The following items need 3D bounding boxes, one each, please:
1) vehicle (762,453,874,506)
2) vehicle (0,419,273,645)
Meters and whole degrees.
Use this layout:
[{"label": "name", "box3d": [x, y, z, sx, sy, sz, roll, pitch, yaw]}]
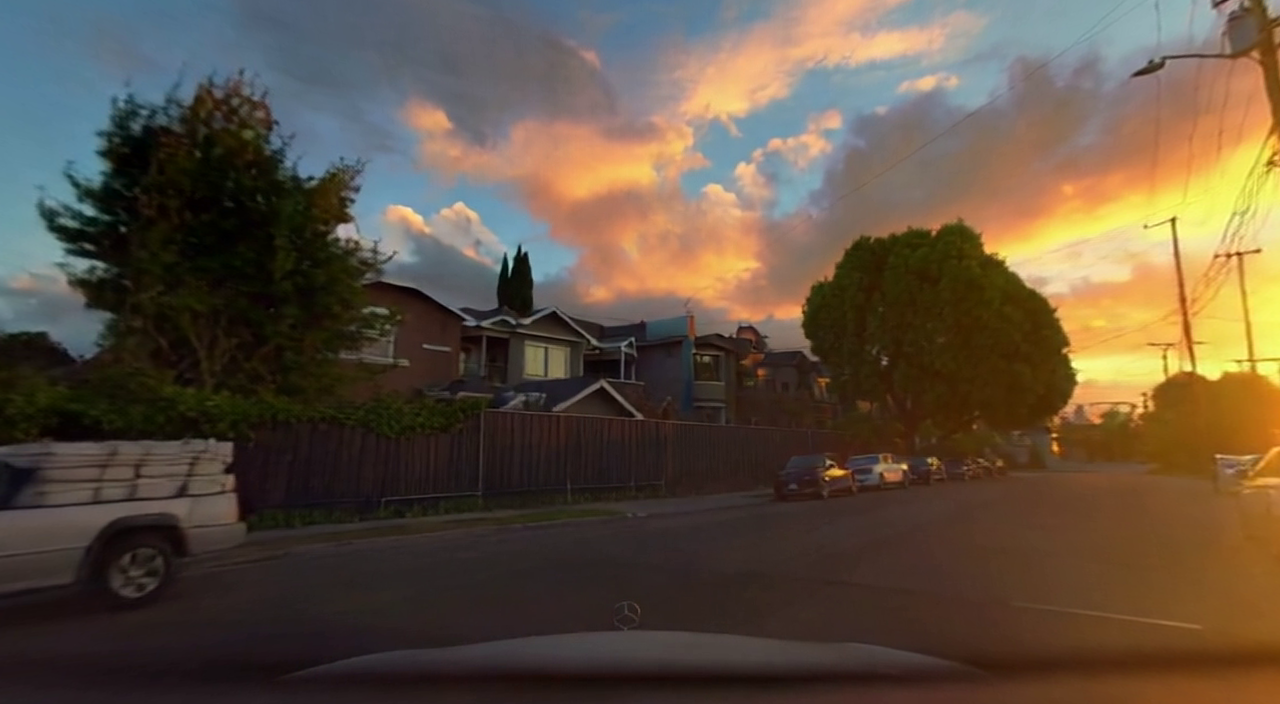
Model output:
[{"label": "vehicle", "box3d": [5.964, 4.092, 20.810, 1.930, 1.478, 4.731, -6, -11, 36]}, {"label": "vehicle", "box3d": [-5.437, 1.290, 4.694, 2.082, 1.547, 4.217, -3, -9, 21]}]
